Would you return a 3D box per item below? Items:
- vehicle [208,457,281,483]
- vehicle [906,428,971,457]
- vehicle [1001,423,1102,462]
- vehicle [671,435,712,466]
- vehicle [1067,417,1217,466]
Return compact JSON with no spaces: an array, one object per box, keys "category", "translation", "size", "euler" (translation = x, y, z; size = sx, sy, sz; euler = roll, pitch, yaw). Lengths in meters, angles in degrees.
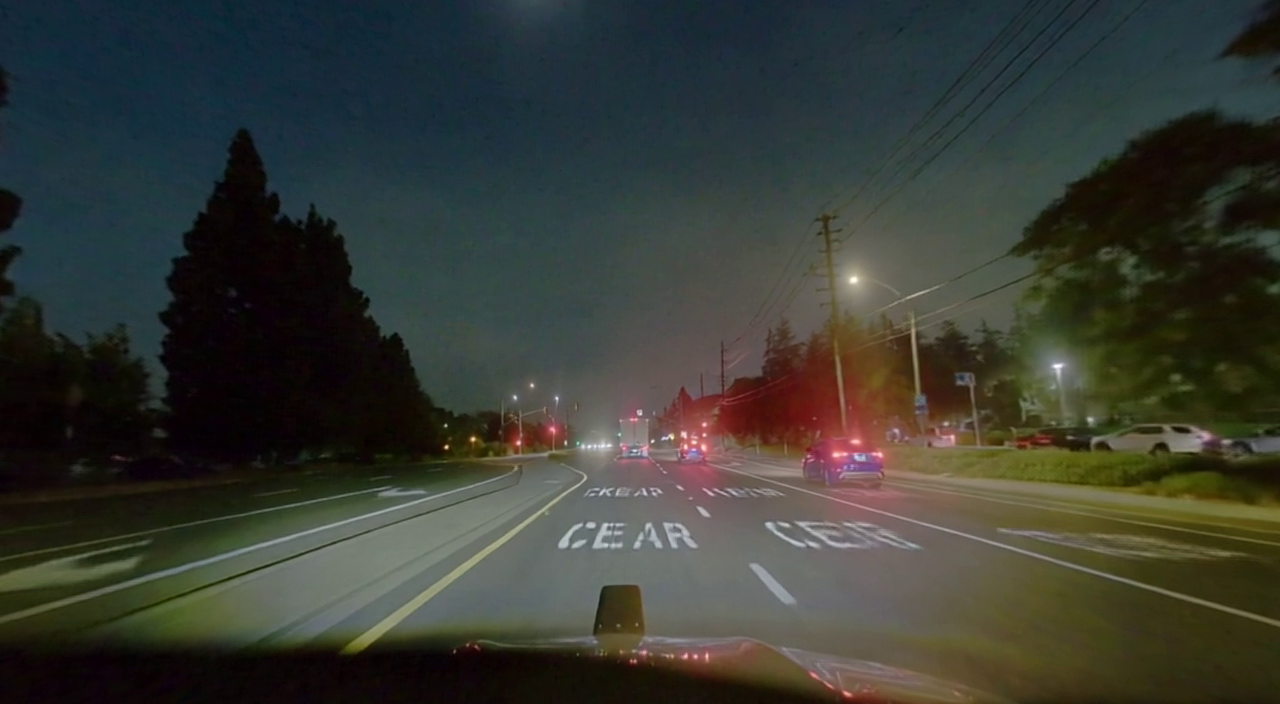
[{"category":"vehicle","translation":[-26.253,7.823,42.108],"size":[1.883,1.482,4.779],"euler":[0,-8,-2]},{"category":"vehicle","translation":[20.396,6.241,43.444],"size":[1.993,1.854,5.008],"euler":[0,-8,-1]},{"category":"vehicle","translation":[20.118,4.481,31.145],"size":[1.939,1.753,4.469],"euler":[0,-8,0]},{"category":"vehicle","translation":[3.111,6.079,39.152],"size":[2.086,1.803,4.607],"euler":[0,-8,-1]},{"category":"vehicle","translation":[20.096,3.642,25.658],"size":[1.941,1.784,4.967],"euler":[0,-8,-1]}]
